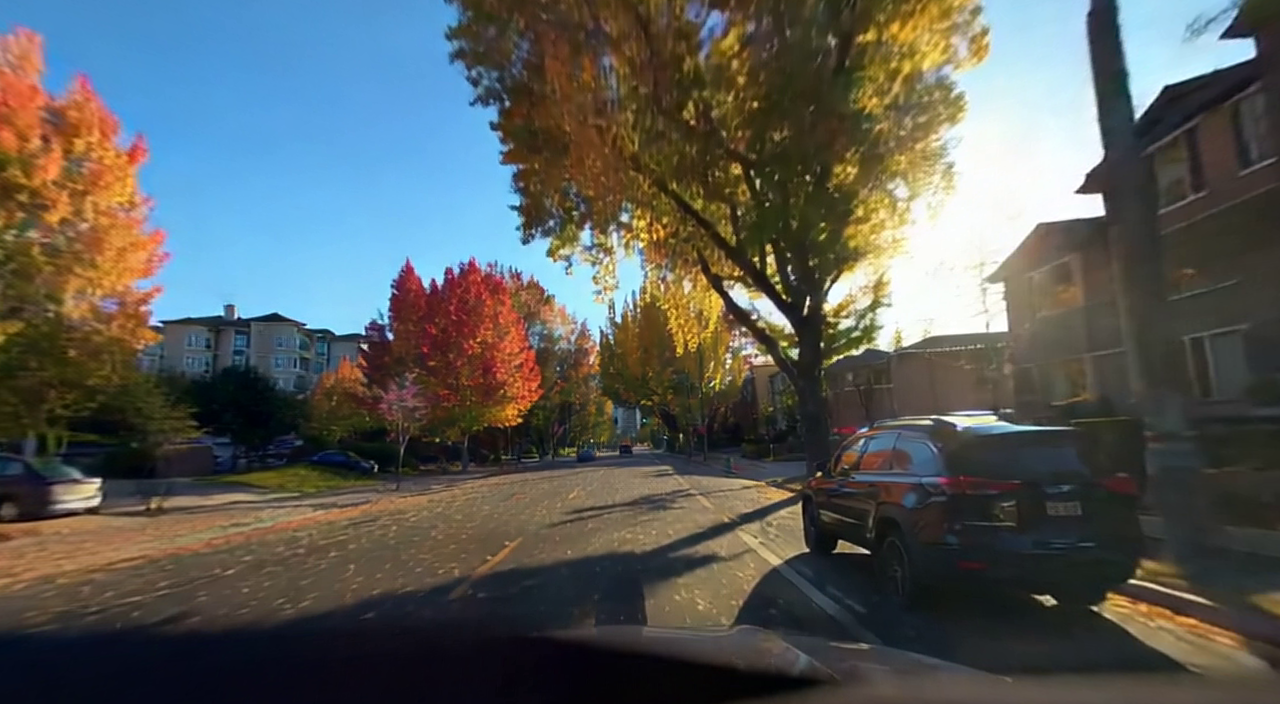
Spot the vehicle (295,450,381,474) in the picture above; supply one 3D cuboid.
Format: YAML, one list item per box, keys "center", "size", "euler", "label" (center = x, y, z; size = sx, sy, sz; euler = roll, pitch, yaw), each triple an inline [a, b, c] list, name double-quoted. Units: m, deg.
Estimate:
- center: [-19.616, 7.145, 41.212]
  size: [4.610, 1.463, 1.841]
  euler: [0, -9, -7]
  label: "vehicle"

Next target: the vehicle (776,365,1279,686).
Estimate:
- center: [3.026, 1.327, 6.077]
  size: [2.224, 1.791, 4.834]
  euler: [0, -8, -1]
  label: "vehicle"

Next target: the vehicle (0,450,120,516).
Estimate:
- center: [-15.849, 3.260, 15.968]
  size: [1.881, 1.490, 4.430]
  euler: [0, -8, -5]
  label: "vehicle"
